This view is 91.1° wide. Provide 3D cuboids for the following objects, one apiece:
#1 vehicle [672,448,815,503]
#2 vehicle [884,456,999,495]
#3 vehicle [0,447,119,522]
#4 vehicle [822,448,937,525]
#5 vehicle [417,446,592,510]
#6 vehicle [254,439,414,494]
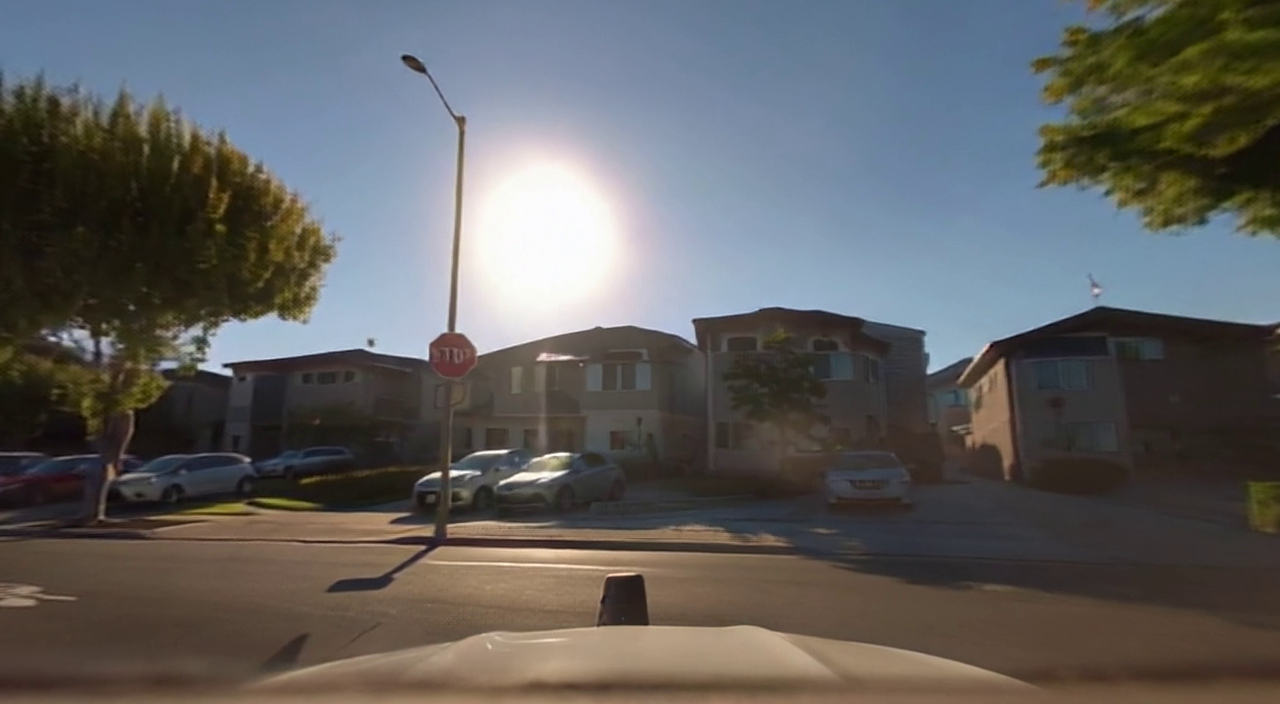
[{"bbox_3d":[4.225,4.861,25.146,5.798,1.920,2.267,7,-11,-37],"label":"vehicle"},{"bbox_3d":[15.644,6.367,32.750,5.004,1.797,1.946,-7,-12,41],"label":"vehicle"},{"bbox_3d":[-19.745,3.958,19.269,6.027,1.893,2.282,0,-8,11],"label":"vehicle"},{"bbox_3d":[7.106,3.972,19.375,2.305,1.962,5.685,-1,-9,11],"label":"vehicle"},{"bbox_3d":[-4.058,3.778,19.148,4.778,1.753,1.959,-1,-9,12],"label":"vehicle"},{"bbox_3d":[-19.512,7.226,40.146,9.384,3.230,2.928,-2,-9,15],"label":"vehicle"}]
